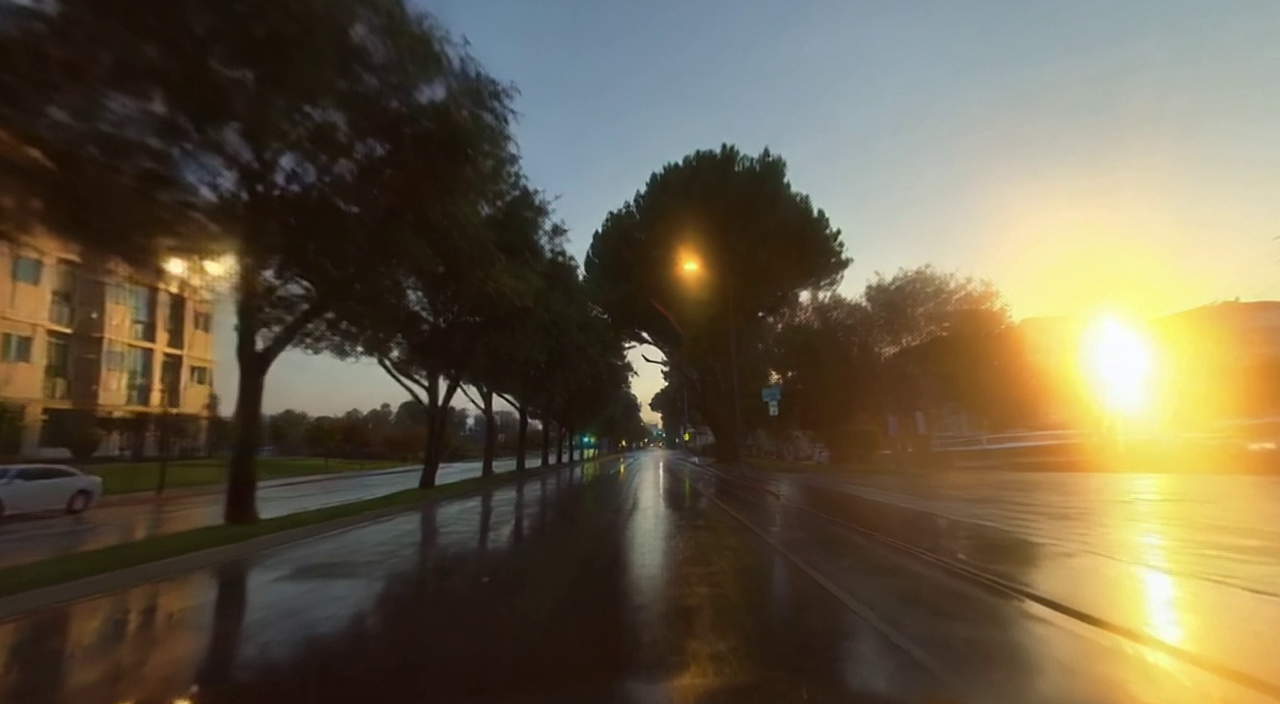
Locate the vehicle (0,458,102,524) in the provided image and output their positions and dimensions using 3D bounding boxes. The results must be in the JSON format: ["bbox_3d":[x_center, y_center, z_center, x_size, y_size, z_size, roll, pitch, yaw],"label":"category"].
[{"bbox_3d":[-16.838,3.647,16.335,1.807,1.570,4.557,-3,-9,-1],"label":"vehicle"}]
